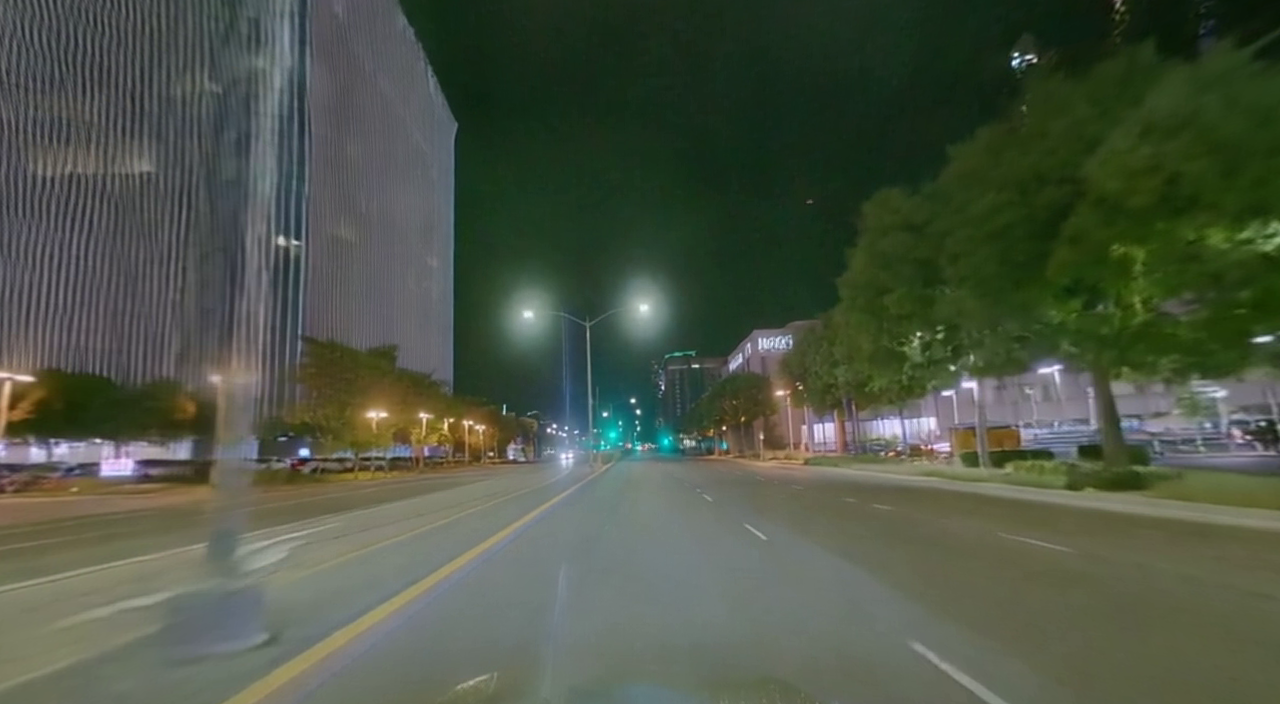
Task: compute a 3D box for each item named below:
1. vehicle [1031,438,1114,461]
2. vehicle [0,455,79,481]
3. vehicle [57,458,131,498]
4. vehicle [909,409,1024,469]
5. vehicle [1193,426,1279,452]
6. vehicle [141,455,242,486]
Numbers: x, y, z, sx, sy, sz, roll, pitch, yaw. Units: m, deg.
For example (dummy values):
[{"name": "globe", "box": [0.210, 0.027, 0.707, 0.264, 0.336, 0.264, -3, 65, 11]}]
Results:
[{"name": "vehicle", "box": [31.598, 7.144, 46.250, 4.505, 1.450, 2.051, -3, -10, -1]}, {"name": "vehicle", "box": [-41.926, 8.003, 43.955, 1.824, 1.570, 4.239, 2, -8, 0]}, {"name": "vehicle", "box": [-26.811, 6.152, 31.188, 1.969, 1.682, 4.542, 5, -10, -31]}, {"name": "vehicle", "box": [19.304, 5.397, 38.151, 2.630, 3.176, 8.459, -1, -10, 2]}, {"name": "vehicle", "box": [41.276, 5.999, 43.341, 4.658, 1.705, 2.148, 0, -9, -2]}, {"name": "vehicle", "box": [-27.869, 7.325, 39.415, 4.879, 1.724, 2.086, 6, -10, -34]}]
